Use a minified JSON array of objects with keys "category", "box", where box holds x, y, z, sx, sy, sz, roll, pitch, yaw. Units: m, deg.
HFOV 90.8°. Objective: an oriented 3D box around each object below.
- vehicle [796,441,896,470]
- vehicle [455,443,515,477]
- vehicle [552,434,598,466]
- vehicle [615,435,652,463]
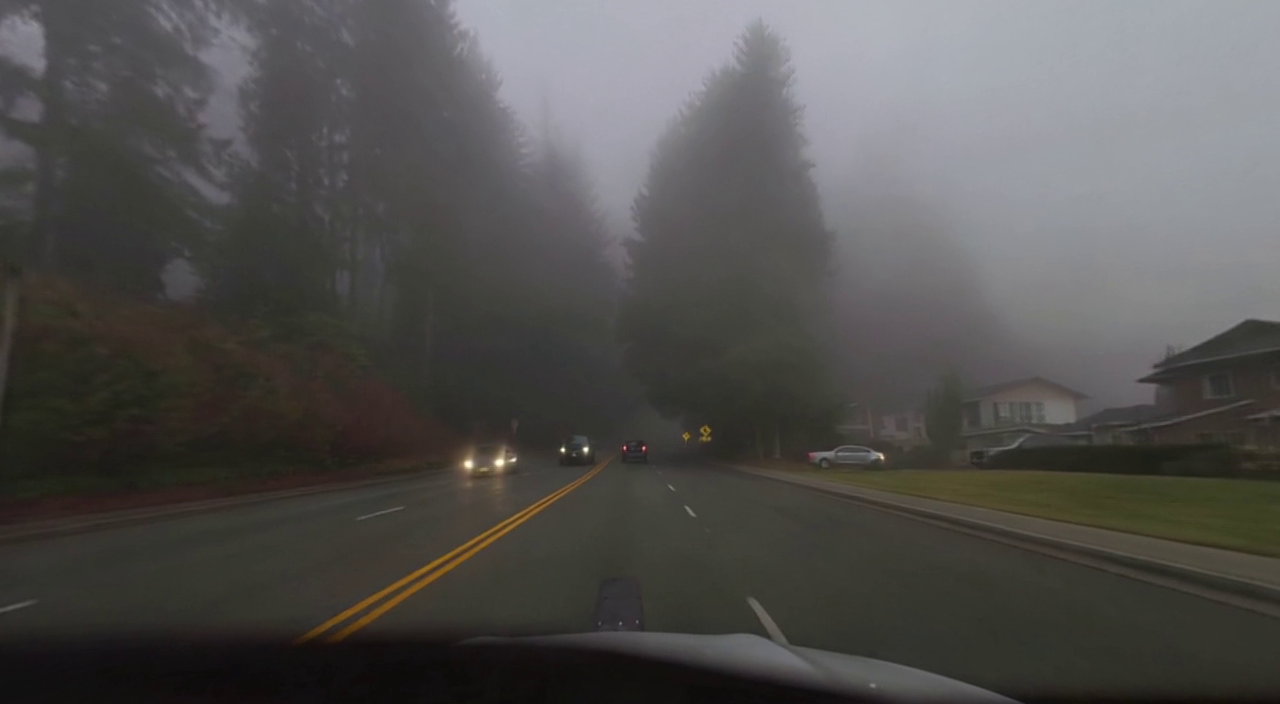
[{"category":"vehicle","box":[11.110,5.605,34.289,4.697,1.462,1.881,0,-8,-2]},{"category":"vehicle","box":[-7.432,5.210,30.710,1.961,1.510,3.827,0,-9,0]},{"category":"vehicle","box":[-4.185,6.475,41.675,2.429,1.953,5.345,0,-9,1]},{"category":"vehicle","box":[-0.394,7.129,46.382,2.554,1.902,5.329,0,-9,1]}]
